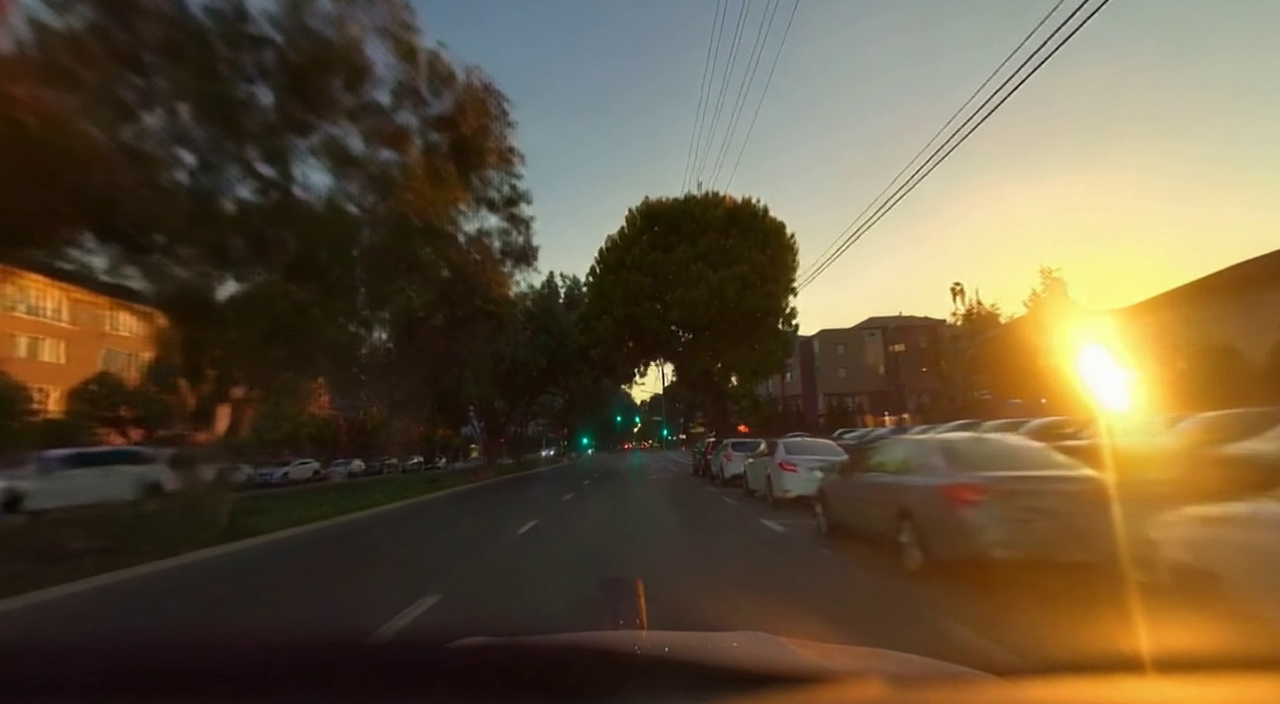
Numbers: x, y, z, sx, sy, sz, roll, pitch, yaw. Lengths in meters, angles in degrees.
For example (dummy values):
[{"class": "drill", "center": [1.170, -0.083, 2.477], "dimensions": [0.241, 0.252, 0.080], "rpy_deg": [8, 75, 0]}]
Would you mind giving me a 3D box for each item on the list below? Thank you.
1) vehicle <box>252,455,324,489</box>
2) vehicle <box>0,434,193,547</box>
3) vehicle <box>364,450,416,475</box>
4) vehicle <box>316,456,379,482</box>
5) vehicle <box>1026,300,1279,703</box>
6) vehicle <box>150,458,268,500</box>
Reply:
[{"class": "vehicle", "center": [-18.186, 6.181, 32.835], "dimensions": [1.760, 1.566, 3.664], "rpy_deg": [0, -8, -3]}, {"class": "vehicle", "center": [-11.118, 2.430, 11.648], "dimensions": [2.127, 1.752, 4.889], "rpy_deg": [0, -8, 0]}, {"class": "vehicle", "center": [-18.446, 8.157, 46.904], "dimensions": [1.796, 1.712, 5.268], "rpy_deg": [0, -8, -1]}, {"class": "vehicle", "center": [-18.392, 7.335, 39.930], "dimensions": [1.900, 1.427, 4.398], "rpy_deg": [0, -8, 0]}, {"class": "vehicle", "center": [3.356, 0.557, 1.101], "dimensions": [1.906, 1.857, 5.454], "rpy_deg": [0, -8, 0]}, {"class": "vehicle", "center": [-18.095, 5.315, 26.828], "dimensions": [1.958, 1.534, 4.428], "rpy_deg": [0, -8, -1]}]
